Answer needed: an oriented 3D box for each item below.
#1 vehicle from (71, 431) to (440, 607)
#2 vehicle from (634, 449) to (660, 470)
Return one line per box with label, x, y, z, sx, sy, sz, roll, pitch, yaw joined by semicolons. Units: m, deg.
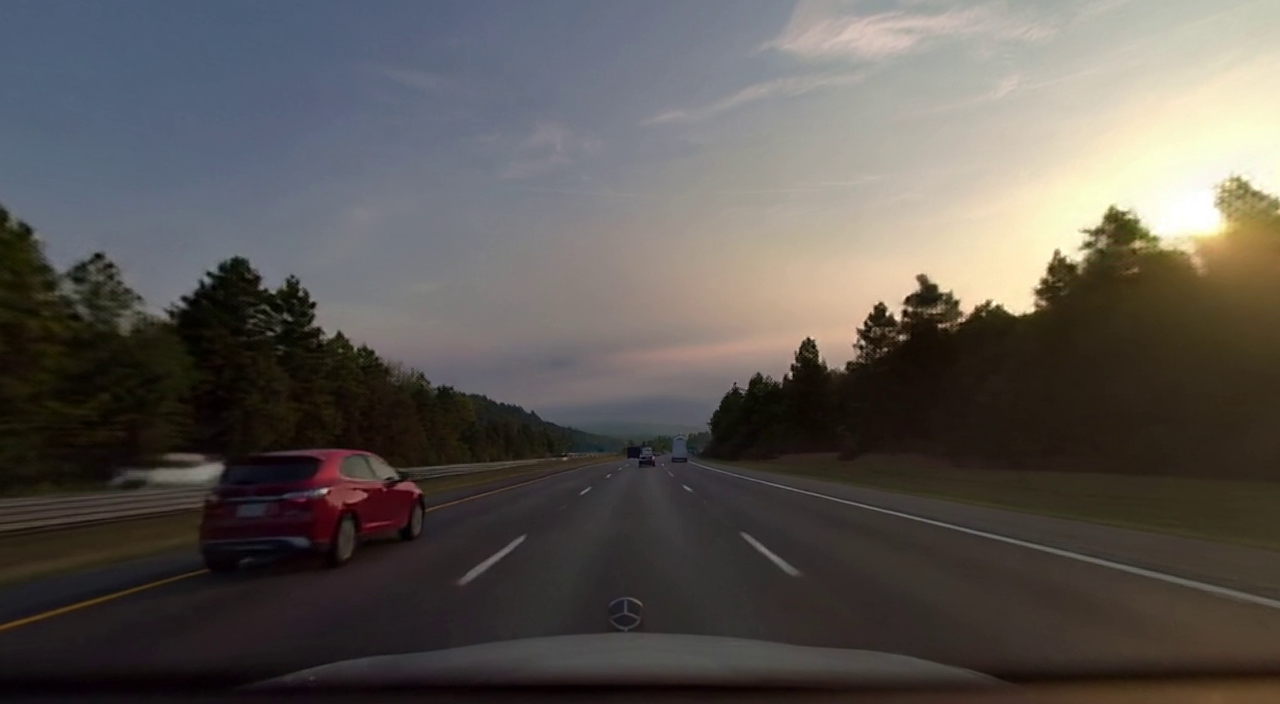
vehicle;-4.022;1.778;7.567;1.927;1.530;3.874;0;-9;1
vehicle;0.559;8.496;49.888;2.006;1.586;3.915;0;-9;1
